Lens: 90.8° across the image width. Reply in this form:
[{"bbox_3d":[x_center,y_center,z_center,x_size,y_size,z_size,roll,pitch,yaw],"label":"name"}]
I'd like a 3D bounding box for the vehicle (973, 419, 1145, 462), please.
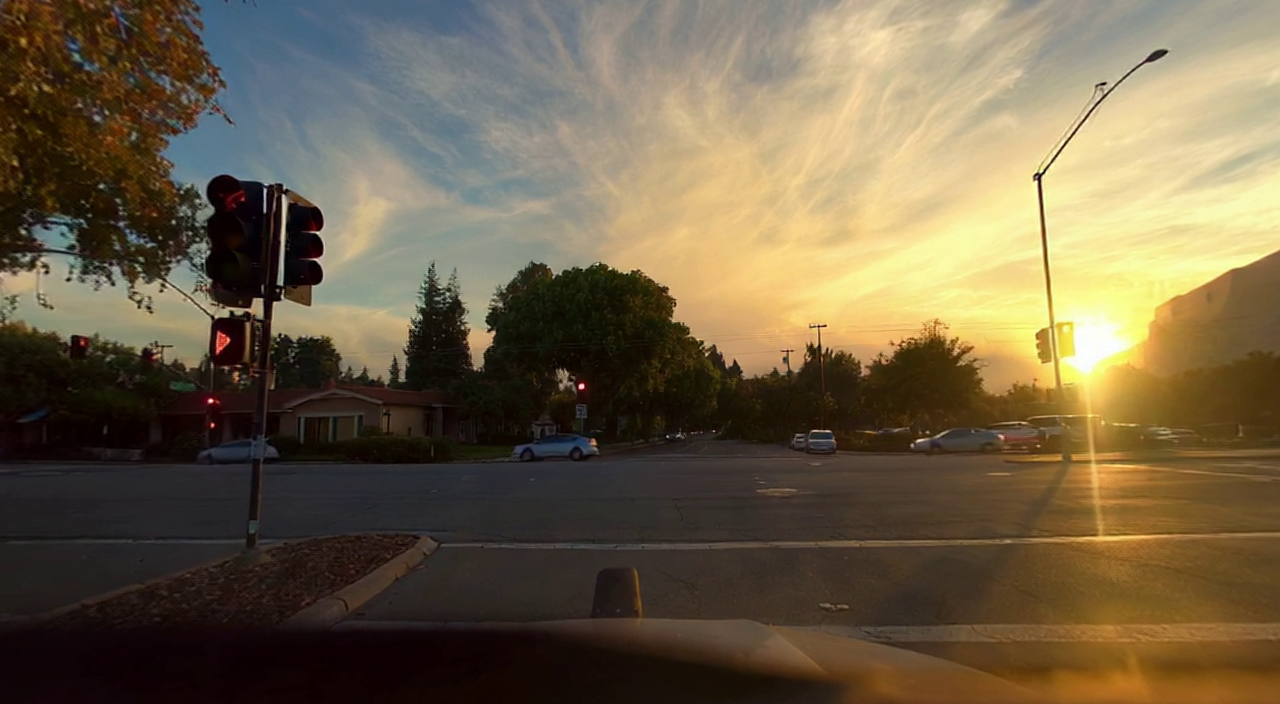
[{"bbox_3d":[15.024,3.214,22.945,4.749,1.461,1.892,-1,-9,9],"label":"vehicle"}]

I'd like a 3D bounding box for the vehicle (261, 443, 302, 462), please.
[{"bbox_3d":[-28.077,7.855,49.628,2.235,1.417,4.272,3,-9,-22],"label":"vehicle"}]

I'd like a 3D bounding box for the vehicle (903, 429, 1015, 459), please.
[{"bbox_3d":[16.583,4.802,33.094,4.801,1.494,1.915,-2,-9,10],"label":"vehicle"}]

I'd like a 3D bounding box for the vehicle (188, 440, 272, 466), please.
[{"bbox_3d":[-26.516,6.543,40.927,4.370,1.592,1.886,-2,-9,10],"label":"vehicle"}]

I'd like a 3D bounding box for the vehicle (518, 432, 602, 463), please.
[{"bbox_3d":[-4.688,5.647,37.340,4.590,1.701,1.881,-2,-9,11],"label":"vehicle"}]
